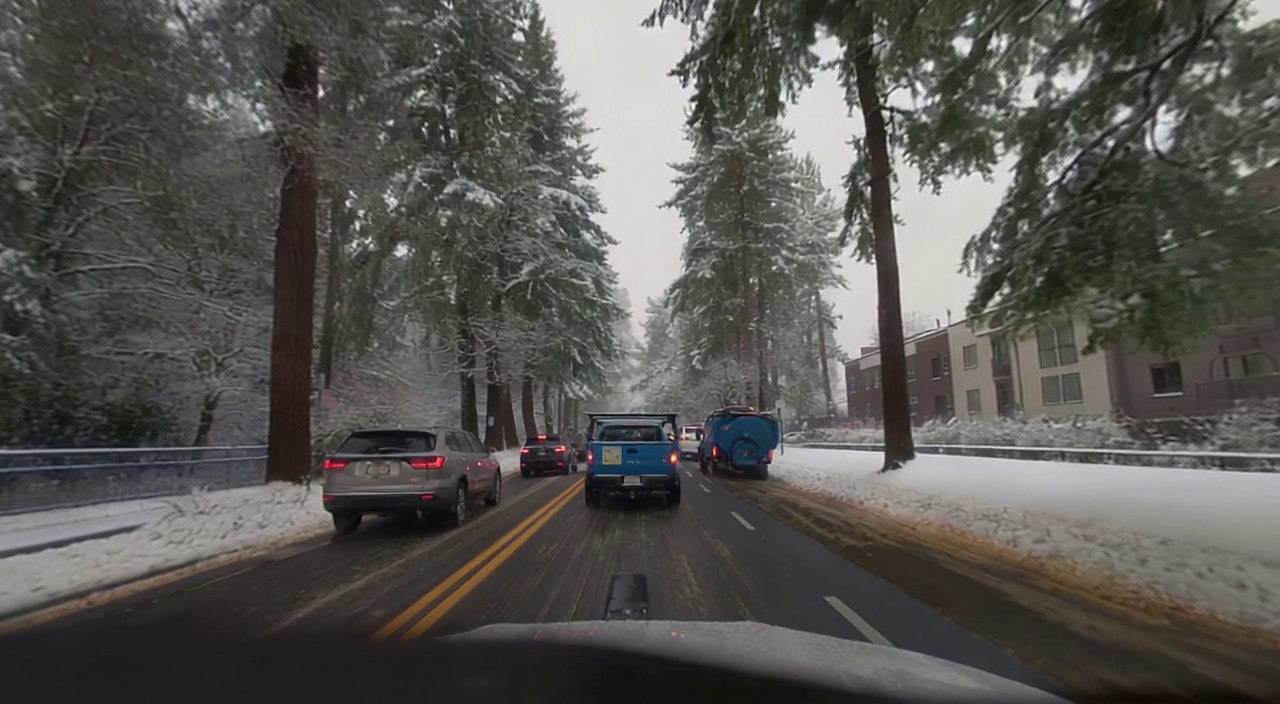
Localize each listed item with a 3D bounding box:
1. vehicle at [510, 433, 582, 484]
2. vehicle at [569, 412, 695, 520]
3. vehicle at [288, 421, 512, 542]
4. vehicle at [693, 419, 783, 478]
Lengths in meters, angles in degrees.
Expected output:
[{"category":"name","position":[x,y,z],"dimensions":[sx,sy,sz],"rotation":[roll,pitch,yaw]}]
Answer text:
[{"category":"vehicle","position":[-3.224,3.744,22.484],"dimensions":[1.894,1.642,3.861],"rotation":[0,-8,1]},{"category":"vehicle","position":[-0.111,2.181,12.483],"dimensions":[2.075,1.770,4.018],"rotation":[0,-8,1]},{"category":"vehicle","position":[-3.741,2.101,10.929],"dimensions":[1.959,1.614,4.676],"rotation":[0,-8,1]},{"category":"vehicle","position":[3.706,3.844,25.332],"dimensions":[2.655,2.054,6.098],"rotation":[0,-8,0]}]
